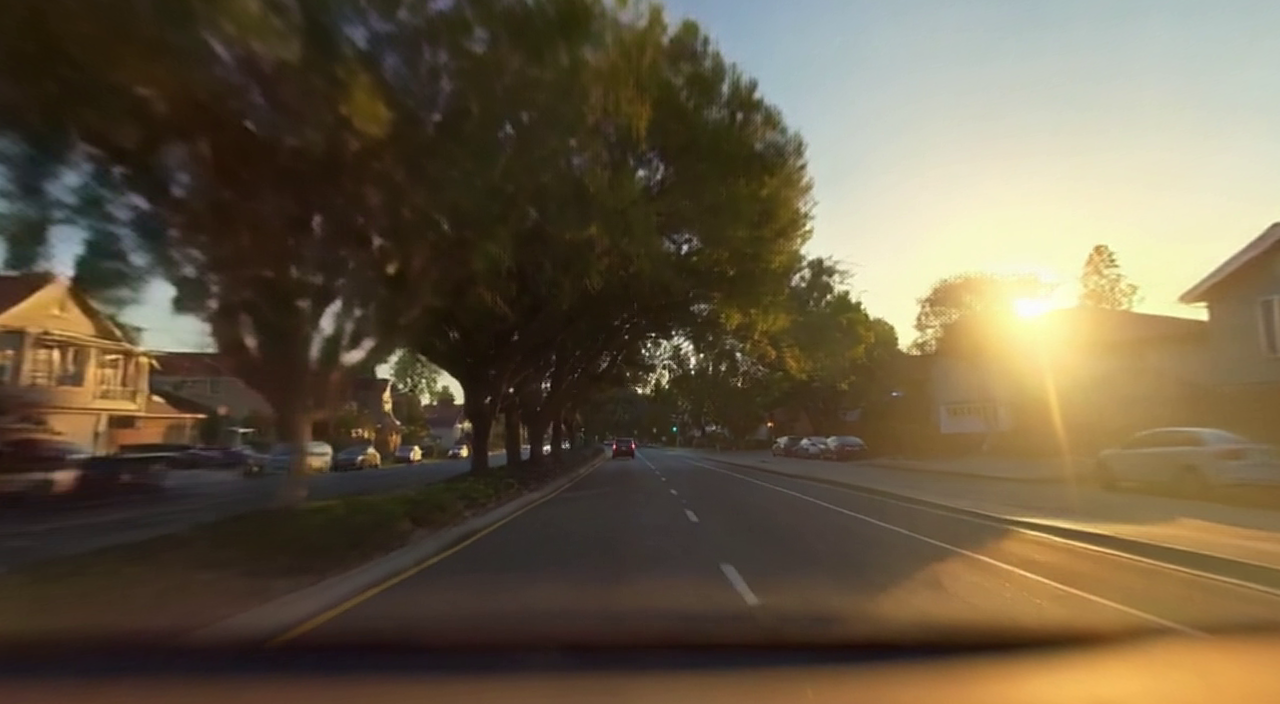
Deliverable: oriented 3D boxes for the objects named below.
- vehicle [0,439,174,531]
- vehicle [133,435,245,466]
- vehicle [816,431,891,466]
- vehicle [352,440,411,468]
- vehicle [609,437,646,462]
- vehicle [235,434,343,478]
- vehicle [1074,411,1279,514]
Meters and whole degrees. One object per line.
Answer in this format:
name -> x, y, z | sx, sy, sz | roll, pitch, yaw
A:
vehicle -> -10.971, 2.287, 11.258 | 1.910, 1.431, 4.426 | 0, -8, 0
vehicle -> -23.361, 5.113, 32.780 | 4.184, 1.528, 1.990 | 0, -8, -3
vehicle -> 11.386, 5.201, 34.102 | 2.147, 1.767, 5.125 | 0, -8, -1
vehicle -> -15.420, 6.075, 37.804 | 1.884, 1.540, 3.927 | 0, -8, 0
vehicle -> -0.805, 5.987, 38.886 | 2.113, 1.462, 4.203 | 0, -8, -2
vehicle -> -15.177, 4.501, 27.622 | 2.042, 1.748, 4.584 | 0, -8, 0
vehicle -> 11.594, 2.166, 12.822 | 2.156, 1.689, 4.774 | 0, -8, 1
